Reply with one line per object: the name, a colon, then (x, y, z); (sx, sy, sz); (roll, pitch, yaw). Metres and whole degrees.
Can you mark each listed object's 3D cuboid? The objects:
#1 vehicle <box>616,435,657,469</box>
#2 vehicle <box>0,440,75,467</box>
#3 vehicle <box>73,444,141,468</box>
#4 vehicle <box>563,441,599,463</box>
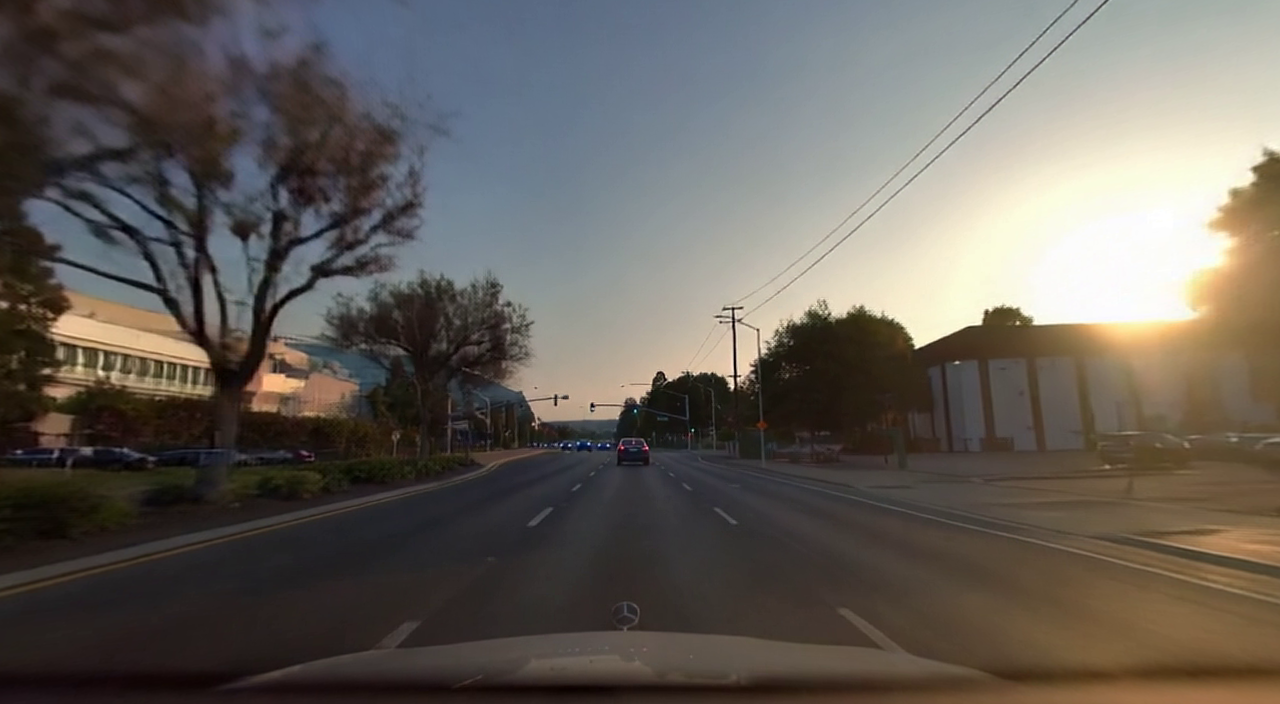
vehicle: (-0.238, 5.547, 35.231); (2.188, 1.782, 3.982); (0, -9, -1)
vehicle: (-47.690, 7.940, 49.430); (2.427, 1.959, 5.505); (1, -9, -8)
vehicle: (-39.862, 7.783, 47.431); (2.271, 1.687, 4.754); (3, -9, -19)
vehicle: (-4.056, 6.907, 43.766); (2.075, 1.474, 4.367); (0, -9, 0)
